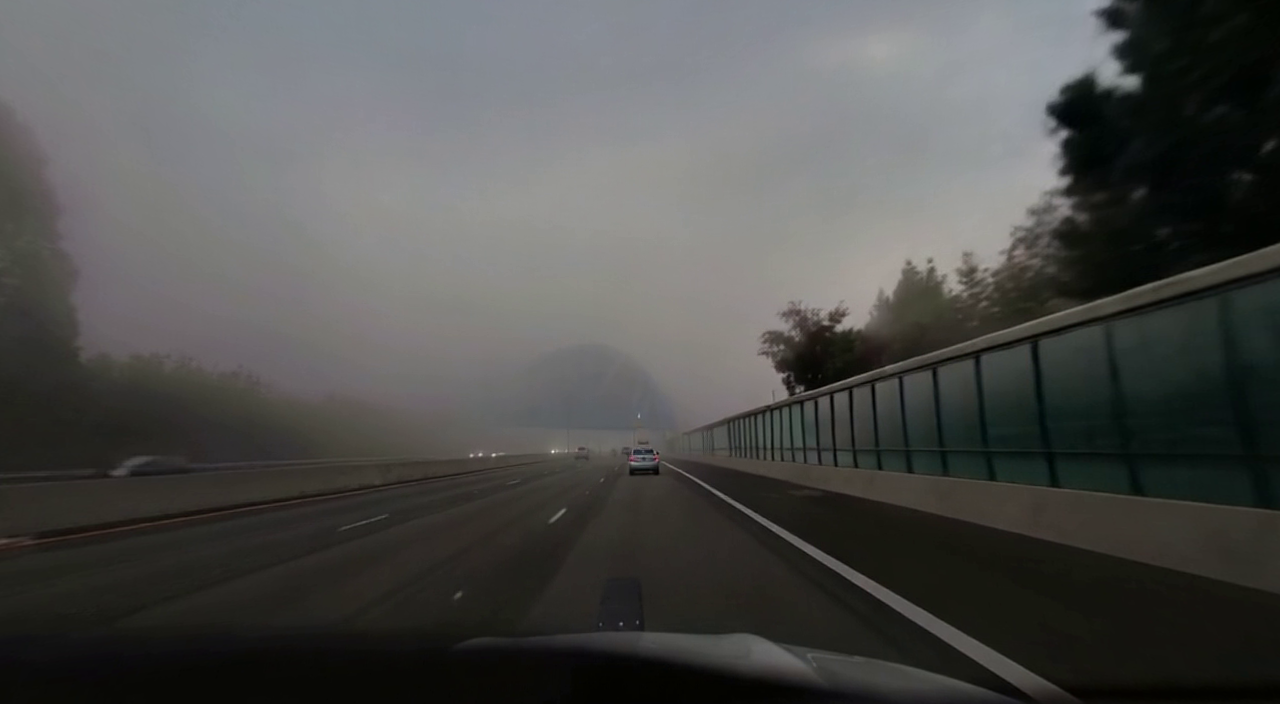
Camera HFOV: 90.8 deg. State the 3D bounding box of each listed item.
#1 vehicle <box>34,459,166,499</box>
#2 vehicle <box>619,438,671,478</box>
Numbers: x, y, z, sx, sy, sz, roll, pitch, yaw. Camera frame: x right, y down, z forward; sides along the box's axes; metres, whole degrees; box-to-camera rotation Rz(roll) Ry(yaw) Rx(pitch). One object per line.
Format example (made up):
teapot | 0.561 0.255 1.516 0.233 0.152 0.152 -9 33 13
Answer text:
vehicle | -22.005 5.160 25.975 1.874 1.388 4.072 0 -9 -1
vehicle | 0.194 5.027 30.162 2.299 1.716 4.579 0 -9 -1
